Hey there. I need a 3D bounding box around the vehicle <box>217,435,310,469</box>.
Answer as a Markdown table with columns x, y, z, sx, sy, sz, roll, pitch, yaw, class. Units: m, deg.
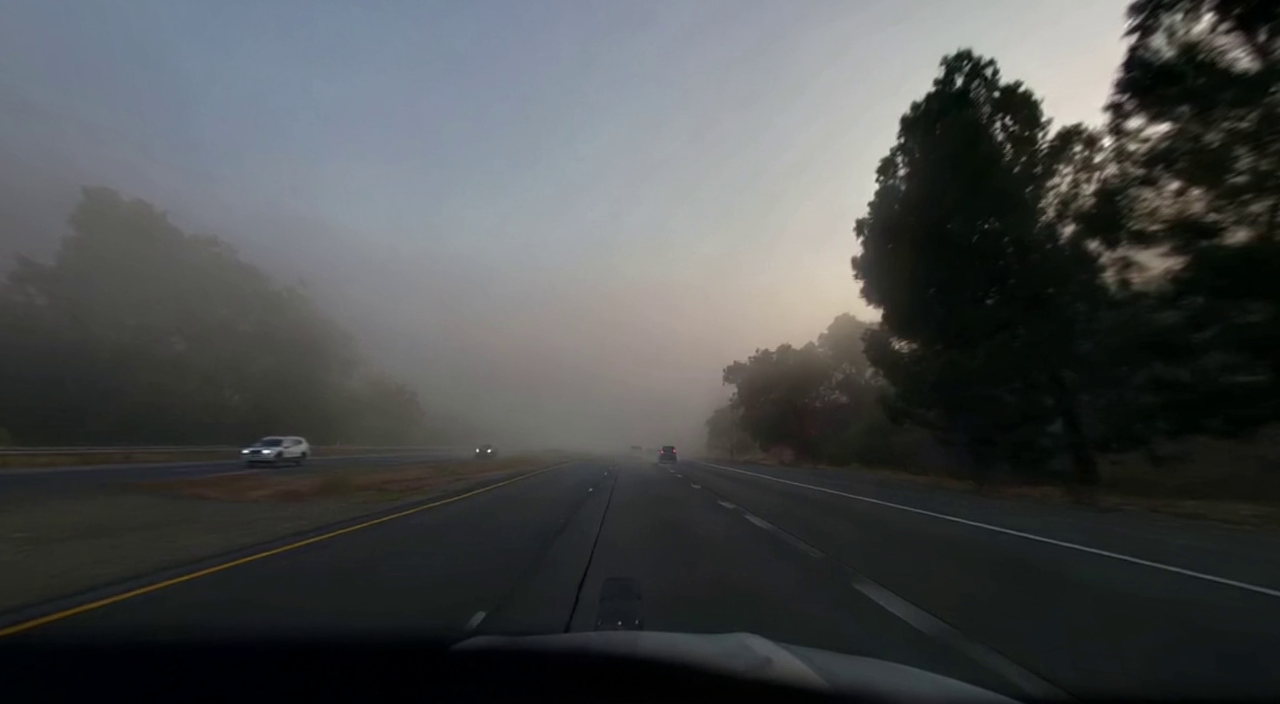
| x | y | z | sx | sy | sz | roll | pitch | yaw | class |
| --- | --- | --- | --- | --- | --- | --- | --- | --- | --- |
| -20.334 | 5.412 | 34.312 | 2.064 | 1.686 | 4.749 | 0 | -8 | 1 | vehicle |
